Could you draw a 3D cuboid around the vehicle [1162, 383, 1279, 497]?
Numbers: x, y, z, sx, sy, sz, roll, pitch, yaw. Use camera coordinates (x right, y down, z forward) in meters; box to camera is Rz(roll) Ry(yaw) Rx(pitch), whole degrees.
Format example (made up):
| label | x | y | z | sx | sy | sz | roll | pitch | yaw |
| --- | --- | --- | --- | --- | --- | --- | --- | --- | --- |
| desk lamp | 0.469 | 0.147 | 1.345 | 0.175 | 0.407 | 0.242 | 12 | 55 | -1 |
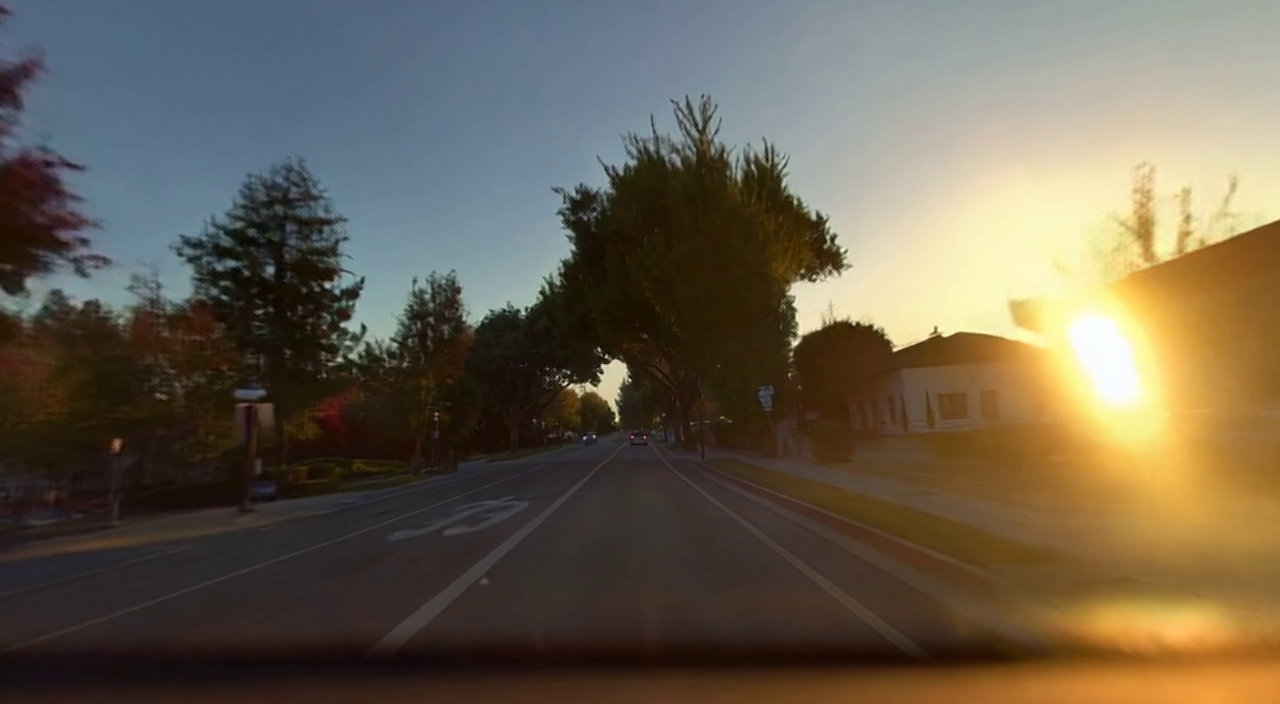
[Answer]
| label | x | y | z | sx | sy | sz | roll | pitch | yaw |
| --- | --- | --- | --- | --- | --- | --- | --- | --- | --- |
| vehicle | 11.039 | 1.280 | 9.558 | 2.001 | 1.744 | 4.449 | -1 | -10 | -9 |
